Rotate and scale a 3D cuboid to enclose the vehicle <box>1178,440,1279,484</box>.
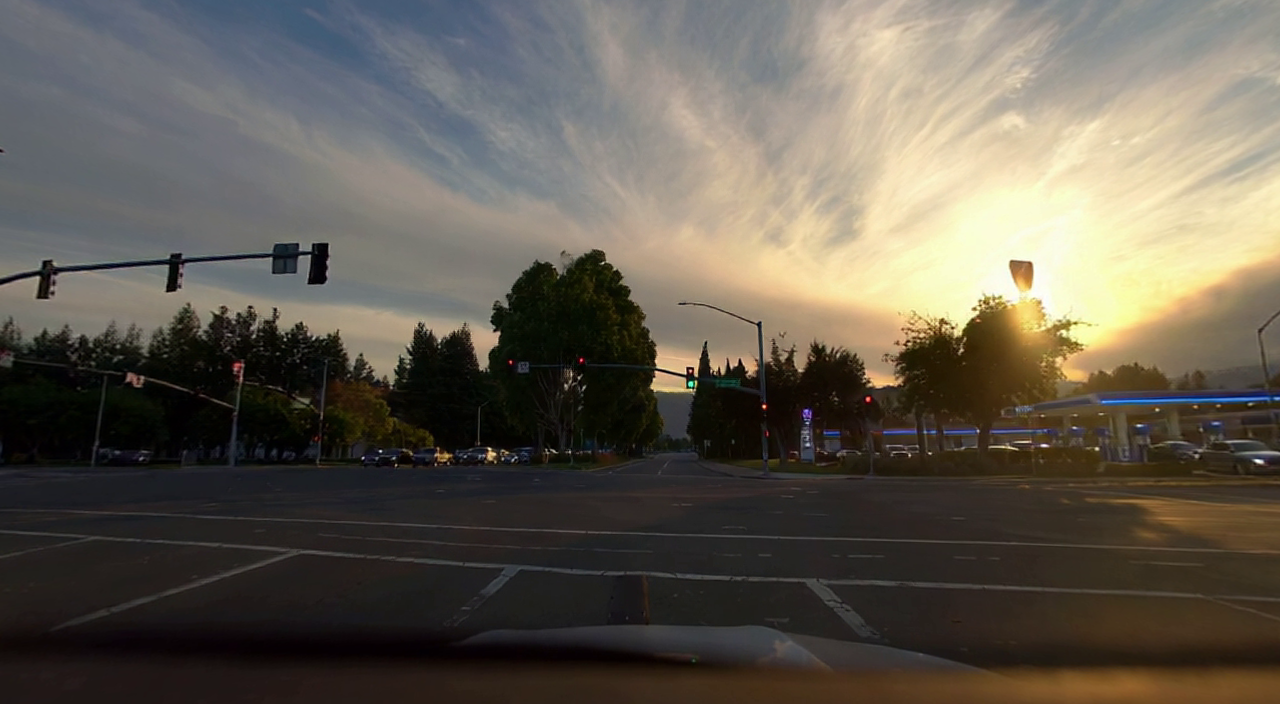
[{"bbox_3d":[22.092,3.786,21.834,4.716,1.455,2.060,-3,-9,17],"label":"vehicle"}]
